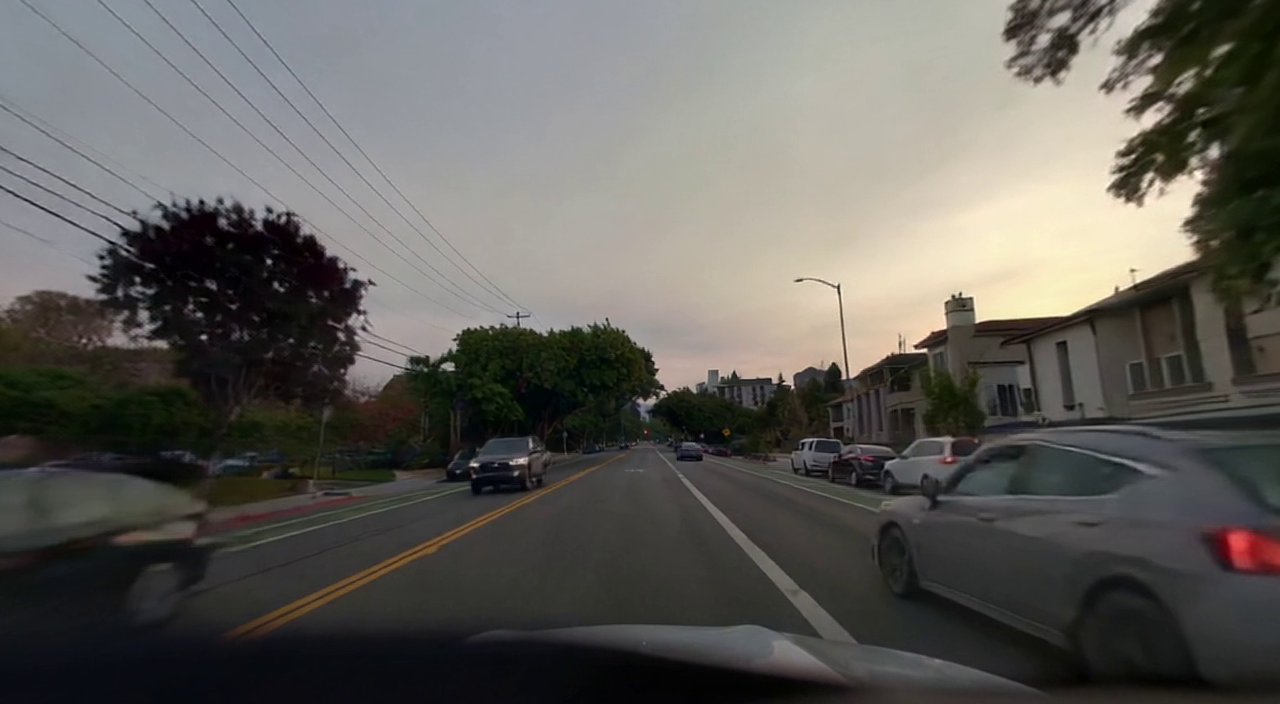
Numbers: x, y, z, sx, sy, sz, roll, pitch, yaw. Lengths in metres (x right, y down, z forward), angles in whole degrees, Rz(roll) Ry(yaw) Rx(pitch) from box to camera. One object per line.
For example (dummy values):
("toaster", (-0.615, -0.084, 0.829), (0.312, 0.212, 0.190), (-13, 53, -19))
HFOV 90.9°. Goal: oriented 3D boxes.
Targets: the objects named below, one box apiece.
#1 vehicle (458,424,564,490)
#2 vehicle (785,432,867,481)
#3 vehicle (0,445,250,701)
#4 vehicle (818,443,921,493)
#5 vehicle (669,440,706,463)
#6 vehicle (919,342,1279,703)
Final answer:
("vehicle", (-4.429, 3.758, 22.892), (2.435, 2.069, 5.772), (-1, -8, 2))
("vehicle", (8.084, 4.599, 28.008), (2.133, 1.911, 5.455), (-1, -8, 2))
("vehicle", (-4.723, 1.314, 3.823), (1.989, 1.474, 4.112), (-1, -9, 2))
("vehicle", (7.741, 3.920, 21.808), (1.862, 1.492, 4.571), (1, -8, 0))
("vehicle", (3.247, 6.963, 44.353), (2.059, 1.489, 4.629), (0, -8, -2))
("vehicle", (3.311, 0.897, 2.795), (2.004, 1.704, 4.573), (0, -9, 0))
